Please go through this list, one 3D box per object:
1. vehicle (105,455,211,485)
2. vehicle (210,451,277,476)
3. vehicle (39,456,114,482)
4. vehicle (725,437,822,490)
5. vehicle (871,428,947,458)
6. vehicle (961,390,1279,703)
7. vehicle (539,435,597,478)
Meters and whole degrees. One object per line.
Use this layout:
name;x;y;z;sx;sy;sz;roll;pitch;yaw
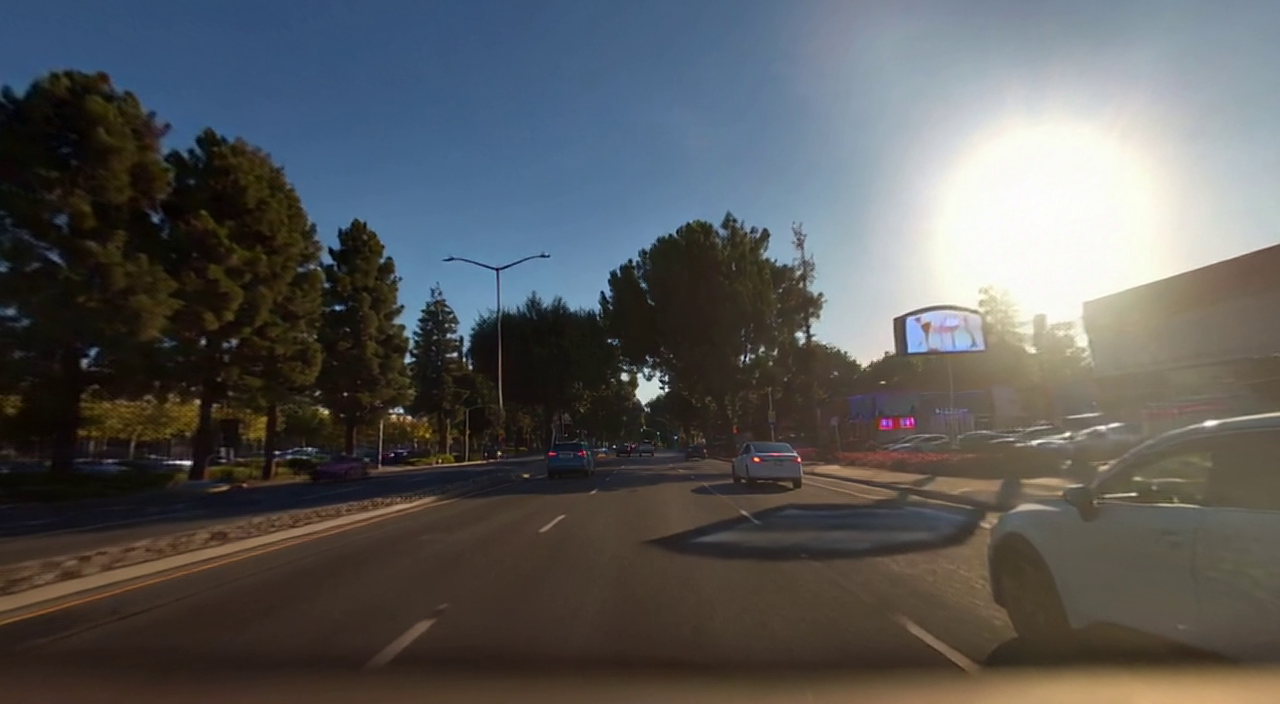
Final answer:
vehicle;-29.153;7.090;38.242;1.998;1.623;4.681;-8;-11;41
vehicle;-30.726;8.641;49.001;1.925;1.776;4.722;-1;-8;4
vehicle;-43.765;9.067;49.120;1.895;1.764;4.510;0;-8;-5
vehicle;4.141;3.539;20.400;2.036;1.480;4.659;0;-8;-1
vehicle;20.796;7.079;49.215;2.705;2.011;7.332;-3;-8;1
vehicle;3.599;0.931;2.734;1.976;1.491;4.714;0;-8;1
vehicle;-3.096;4.610;27.995;1.981;1.731;4.360;0;-8;1
